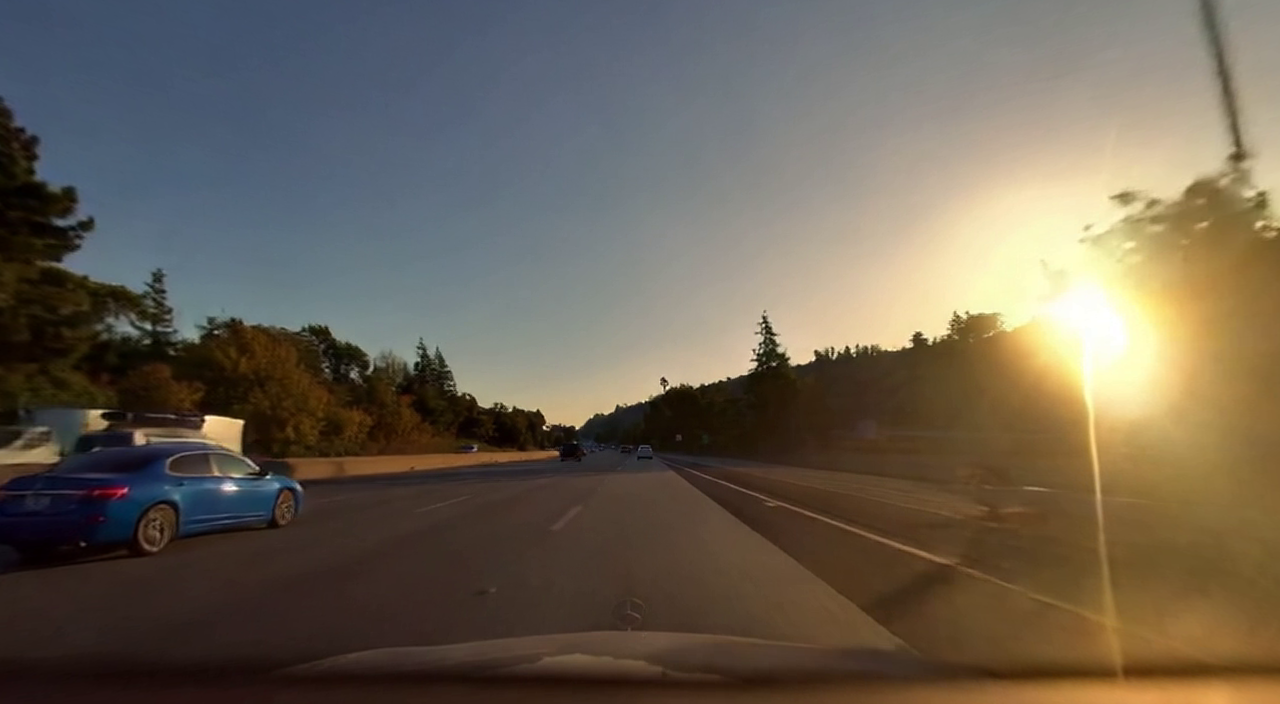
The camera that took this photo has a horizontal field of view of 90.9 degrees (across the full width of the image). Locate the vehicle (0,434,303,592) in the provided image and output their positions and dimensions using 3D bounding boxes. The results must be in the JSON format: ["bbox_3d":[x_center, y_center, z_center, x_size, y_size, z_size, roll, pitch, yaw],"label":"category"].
[{"bbox_3d":[-6.812,1.888,8.415,1.981,1.486,4.735,0,-8,0],"label":"vehicle"}]
